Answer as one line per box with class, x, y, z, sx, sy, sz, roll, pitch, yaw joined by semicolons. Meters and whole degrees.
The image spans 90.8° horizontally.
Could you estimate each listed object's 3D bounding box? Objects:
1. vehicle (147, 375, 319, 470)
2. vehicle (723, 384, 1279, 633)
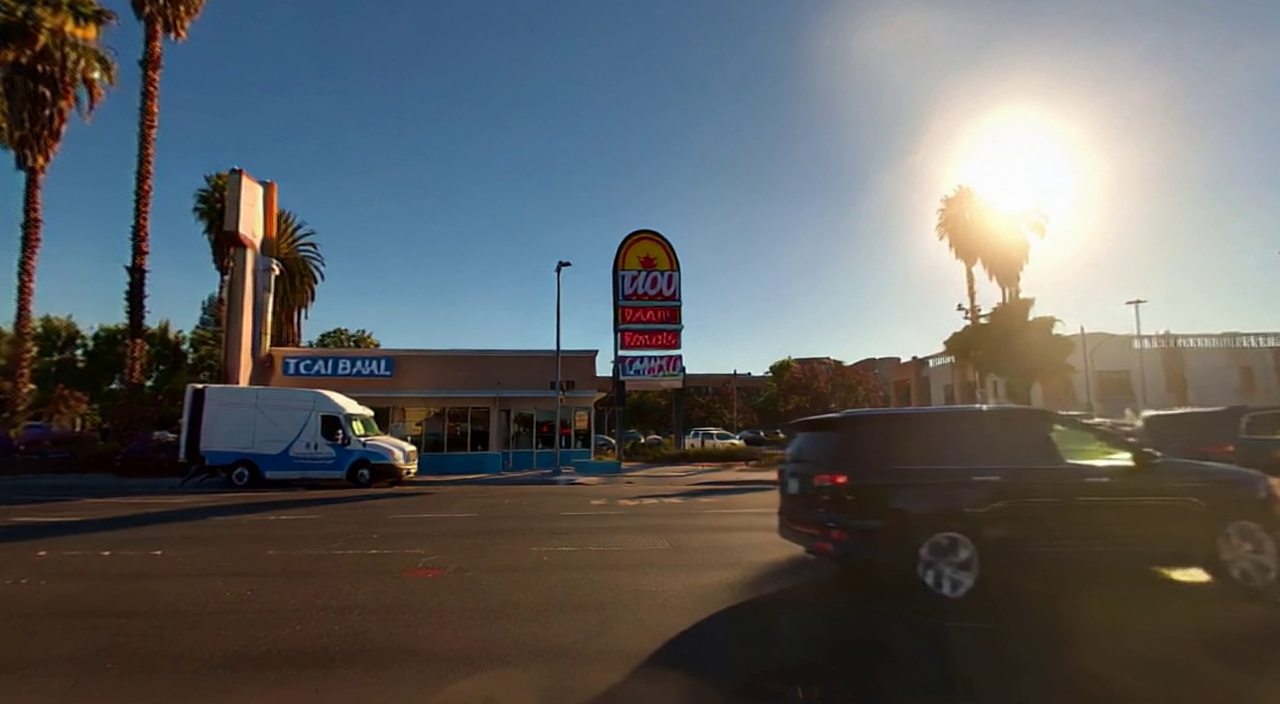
vehicle;-18.767;3.459;30.019;3.034;3.929;7.699;0;-8;-1
vehicle;3.194;1.255;5.683;4.493;1.728;2.137;0;-8;-3
